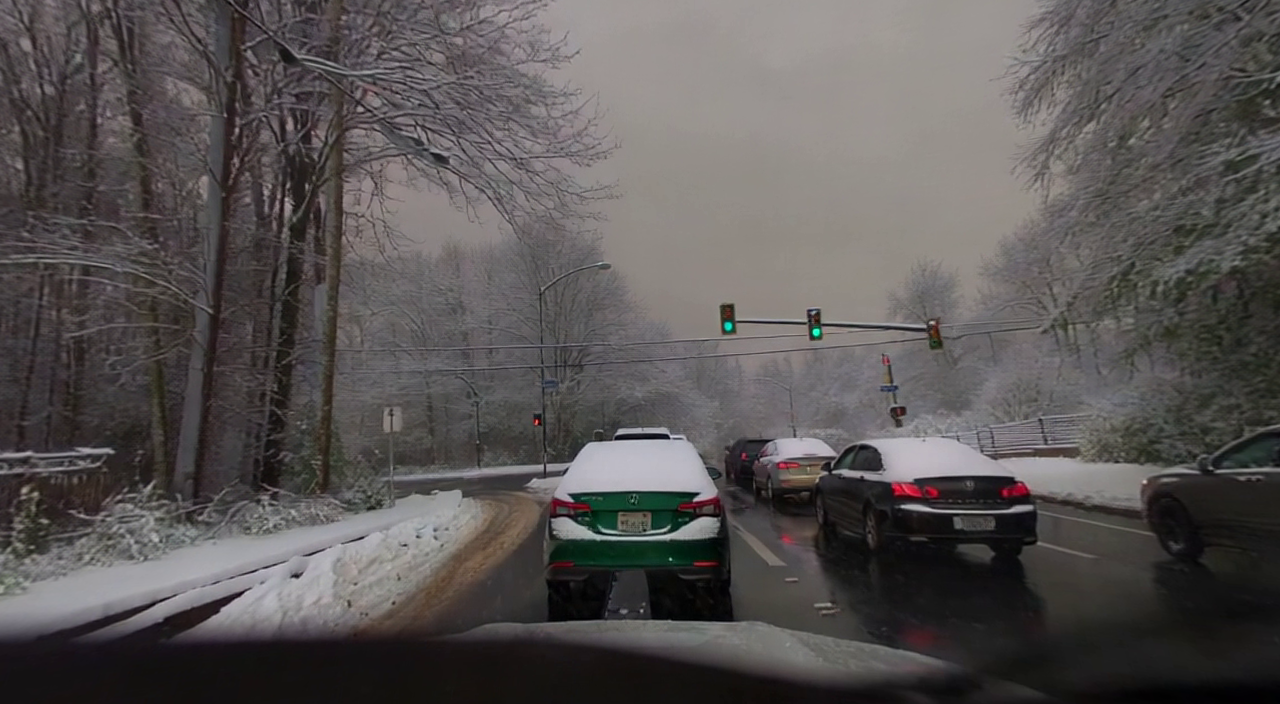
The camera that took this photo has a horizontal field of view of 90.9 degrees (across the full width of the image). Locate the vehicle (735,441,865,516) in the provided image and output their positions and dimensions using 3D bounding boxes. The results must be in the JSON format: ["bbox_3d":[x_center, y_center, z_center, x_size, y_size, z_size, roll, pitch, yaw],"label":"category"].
[{"bbox_3d":[3.566,2.905,14.993,1.934,1.494,4.446,0,-9,0],"label":"vehicle"}]

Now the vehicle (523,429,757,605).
[{"bbox_3d":[0.015,1.745,7.483,2.015,1.502,3.898,0,-9,0],"label":"vehicle"}]

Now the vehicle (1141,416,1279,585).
[{"bbox_3d":[6.938,1.377,5.806,1.783,1.572,3.421,0,-9,1],"label":"vehicle"}]

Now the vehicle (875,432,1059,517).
[{"bbox_3d":[7.043,2.673,14.174,1.923,1.611,4.094,0,-9,0],"label":"vehicle"}]
